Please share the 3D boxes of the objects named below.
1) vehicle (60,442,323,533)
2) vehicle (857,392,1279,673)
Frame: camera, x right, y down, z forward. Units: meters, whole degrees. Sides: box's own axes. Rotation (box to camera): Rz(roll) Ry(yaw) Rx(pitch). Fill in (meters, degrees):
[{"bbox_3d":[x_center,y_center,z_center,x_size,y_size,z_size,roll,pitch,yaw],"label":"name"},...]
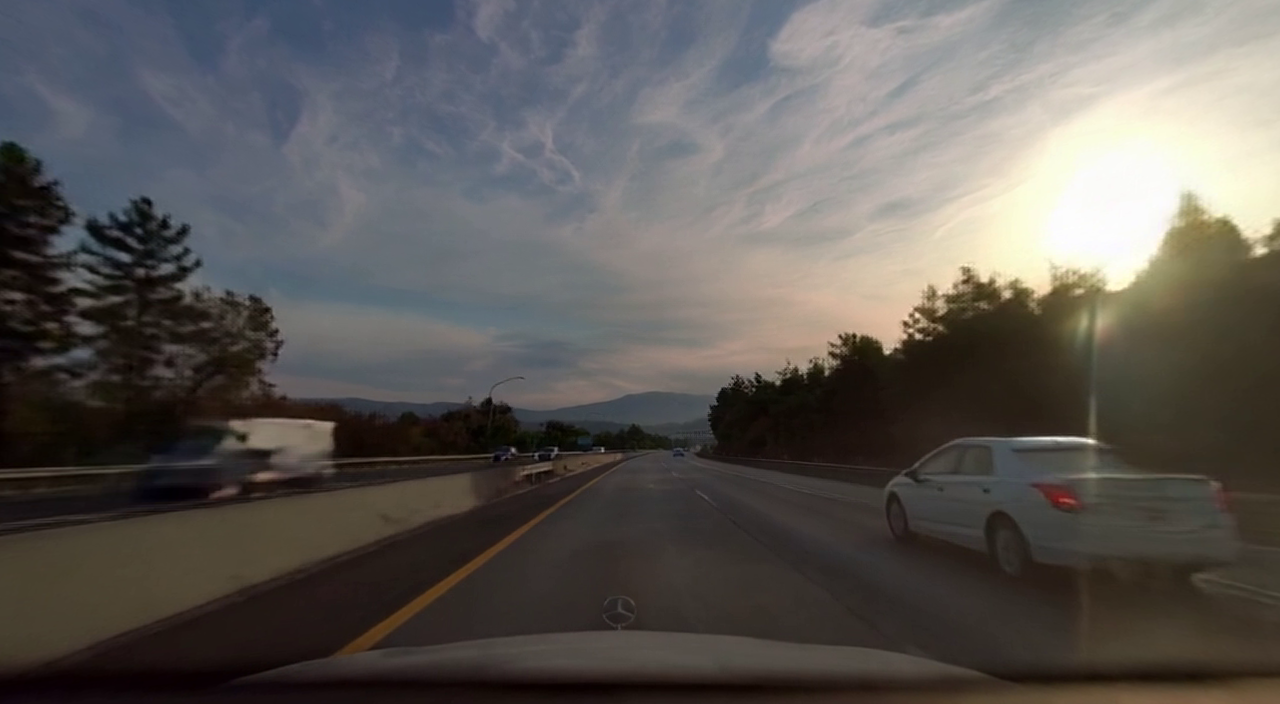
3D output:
[{"bbox_3d":[-8.794,2.672,12.987,2.063,1.512,4.610,0,-9,0],"label":"vehicle"},{"bbox_3d":[4.063,1.436,6.168,2.089,1.660,4.729,0,-9,-1],"label":"vehicle"}]
